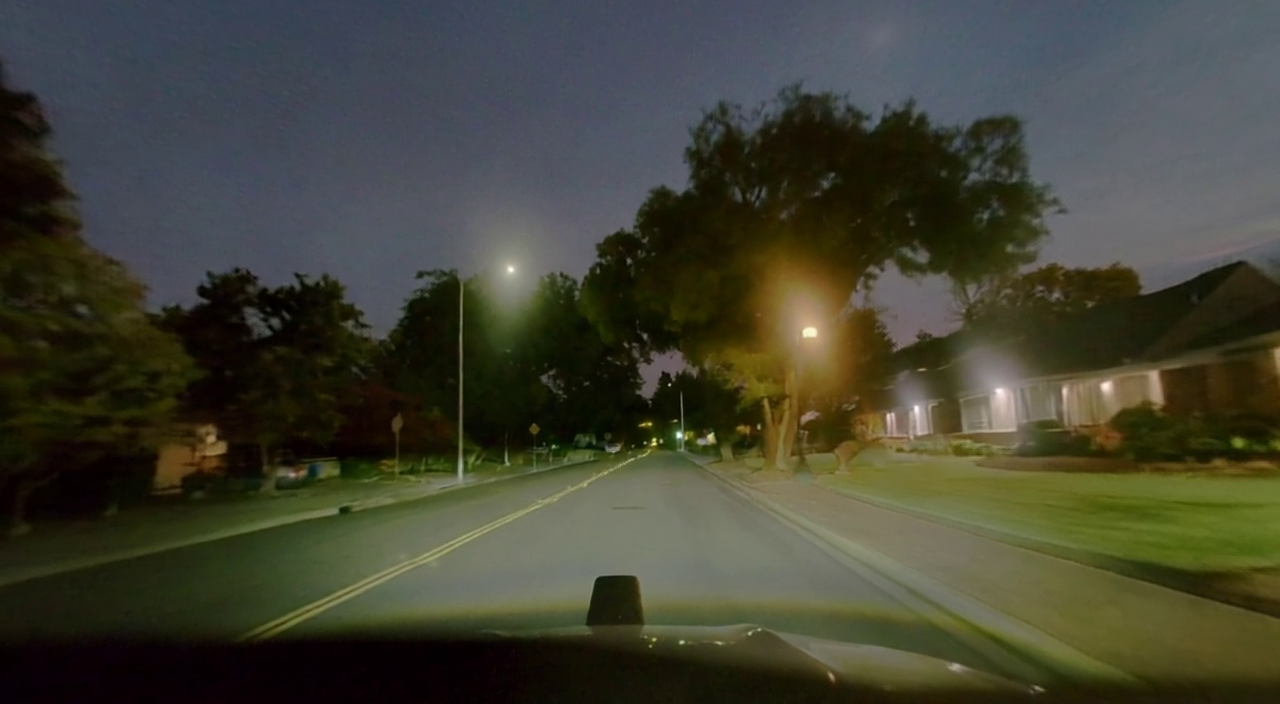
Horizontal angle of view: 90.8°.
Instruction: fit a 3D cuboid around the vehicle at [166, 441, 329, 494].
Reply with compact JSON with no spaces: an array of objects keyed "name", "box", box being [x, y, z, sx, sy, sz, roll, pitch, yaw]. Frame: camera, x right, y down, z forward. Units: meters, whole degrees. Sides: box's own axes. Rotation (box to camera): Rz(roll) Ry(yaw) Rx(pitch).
[{"name":"vehicle","box":[-13.714,4.049,22.338,4.370,1.761,1.901,1,-9,-6]}]
